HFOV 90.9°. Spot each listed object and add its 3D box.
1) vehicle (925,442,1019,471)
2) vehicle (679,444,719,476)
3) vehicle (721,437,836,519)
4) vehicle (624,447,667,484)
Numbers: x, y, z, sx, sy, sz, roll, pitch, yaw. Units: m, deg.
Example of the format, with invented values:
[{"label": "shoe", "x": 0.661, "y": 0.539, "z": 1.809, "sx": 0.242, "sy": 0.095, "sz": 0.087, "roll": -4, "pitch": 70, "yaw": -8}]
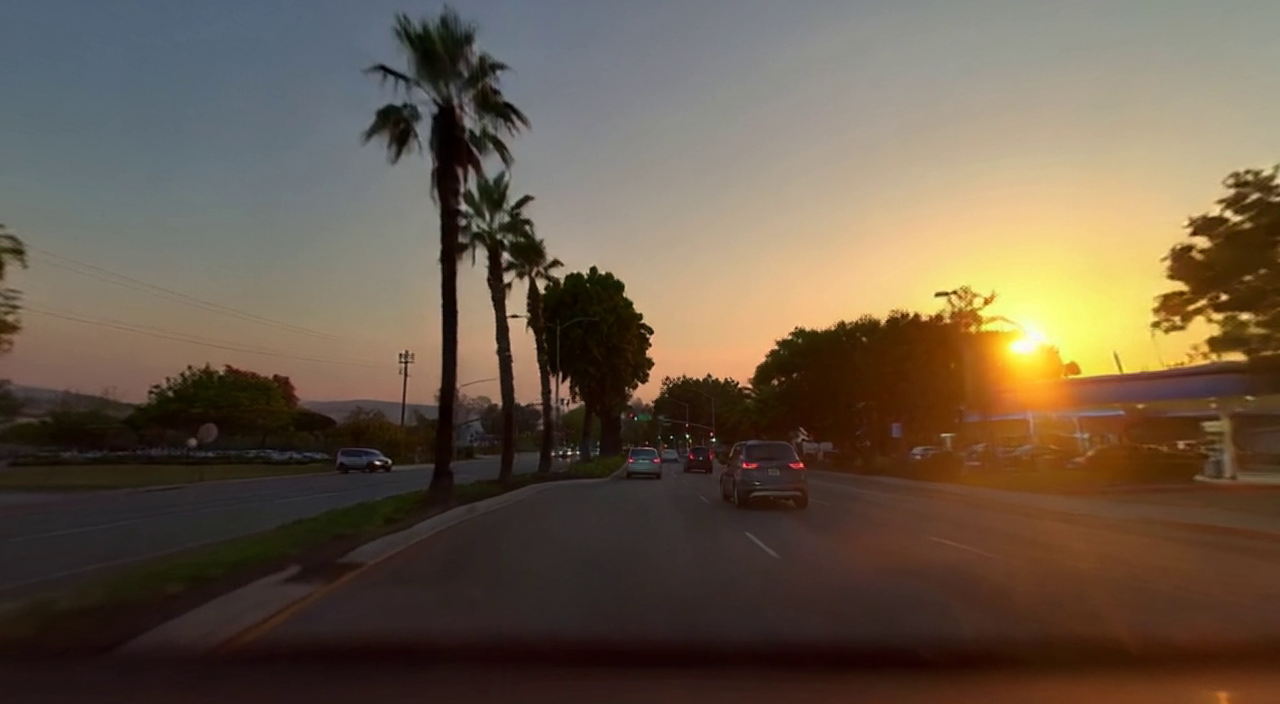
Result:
[{"label": "vehicle", "x": 21.692, "y": 6.818, "z": 41.280, "sx": 4.831, "sy": 1.816, "sz": 2.295, "roll": 0, "pitch": -8, "yaw": -2}, {"label": "vehicle", "x": 3.806, "y": 7.052, "z": 41.540, "sx": 2.154, "sy": 1.975, "sz": 4.634, "roll": 0, "pitch": -8, "yaw": 0}, {"label": "vehicle", "x": 3.254, "y": 3.022, "z": 15.648, "sx": 1.872, "sy": 1.752, "sz": 3.896, "roll": 0, "pitch": -8, "yaw": -1}, {"label": "vehicle", "x": 0.265, "y": 5.538, "z": 30.944, "sx": 1.991, "sy": 1.664, "sz": 3.814, "roll": 0, "pitch": -8, "yaw": 0}]
